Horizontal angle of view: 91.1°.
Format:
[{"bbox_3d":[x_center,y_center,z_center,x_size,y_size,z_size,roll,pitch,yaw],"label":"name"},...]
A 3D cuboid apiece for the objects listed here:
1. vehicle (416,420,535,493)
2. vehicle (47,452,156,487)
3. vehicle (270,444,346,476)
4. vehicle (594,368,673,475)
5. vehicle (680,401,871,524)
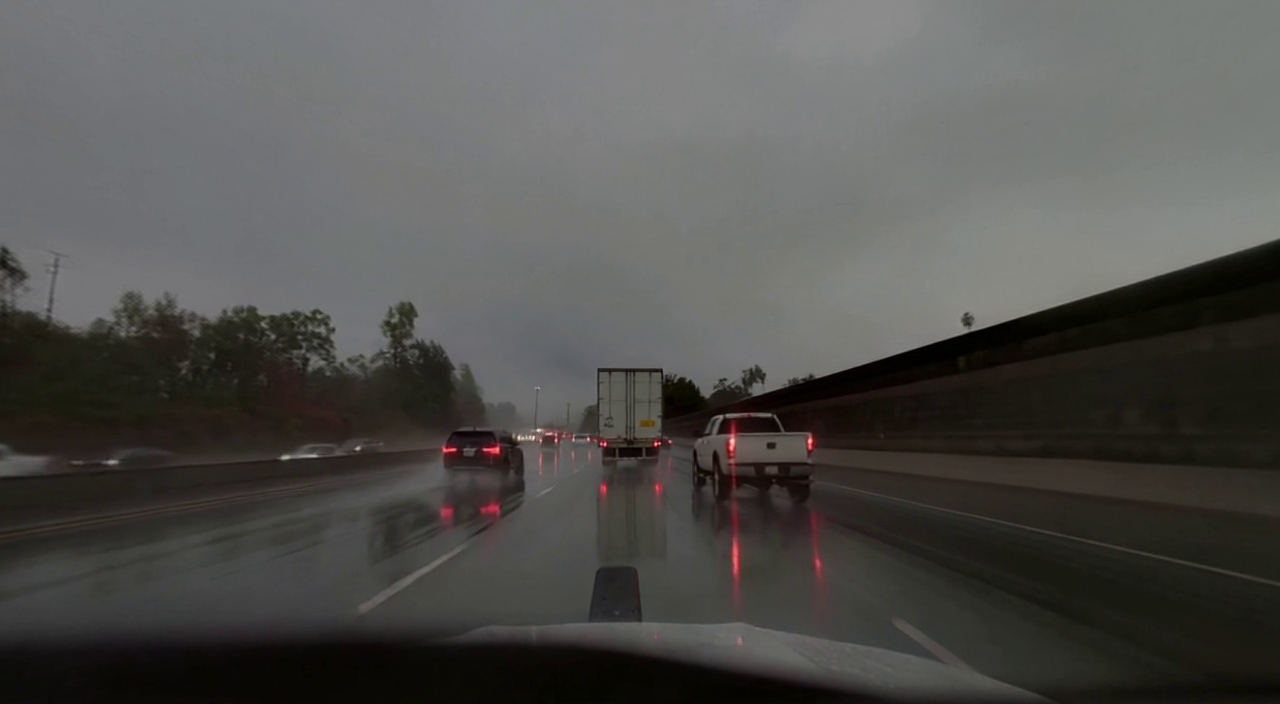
[{"bbox_3d":[-4.343,2.833,17.437,2.134,1.752,4.375,0,-8,0],"label":"vehicle"},{"bbox_3d":[-28.092,6.132,33.015,1.863,1.577,4.445,0,-8,-1],"label":"vehicle"},{"bbox_3d":[-16.665,5.422,31.795,1.791,1.467,3.923,0,-8,-2],"label":"vehicle"},{"bbox_3d":[-0.566,3.264,28.452,2.904,3.915,10.473,0,-8,-4],"label":"vehicle"},{"bbox_3d":[2.216,1.992,11.965,2.118,1.832,4.901,1,-8,-5],"label":"vehicle"}]
